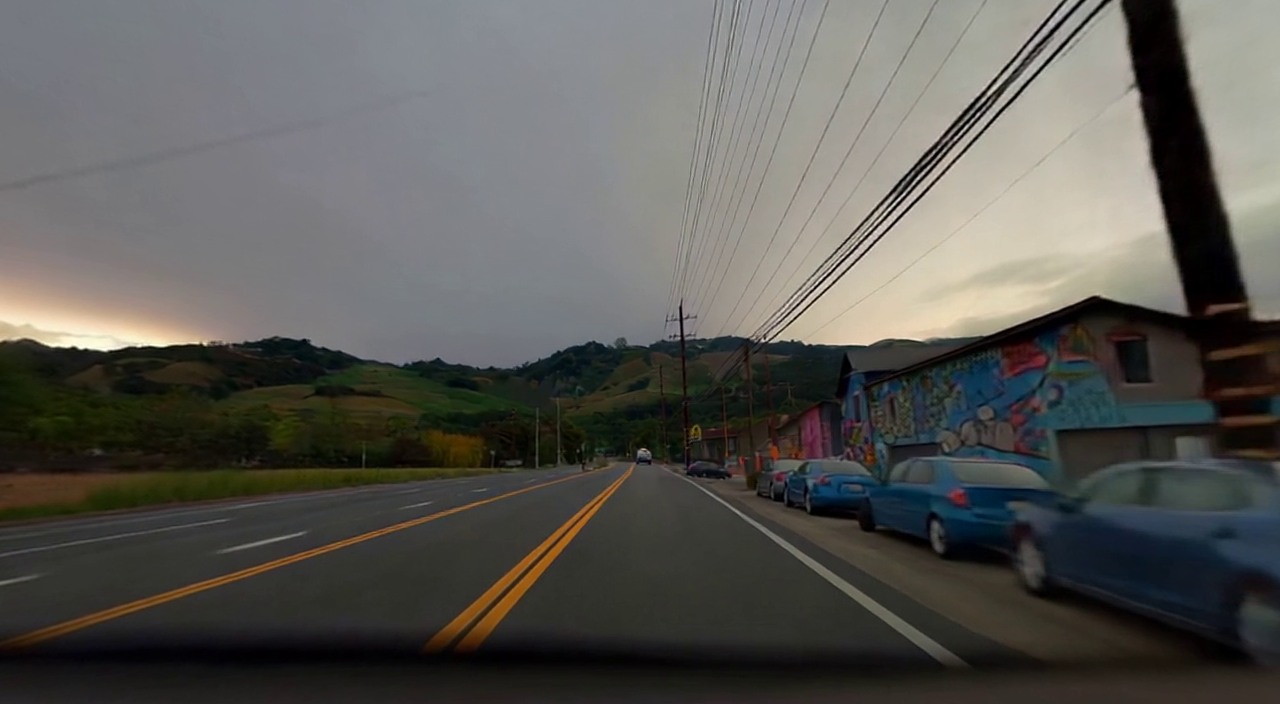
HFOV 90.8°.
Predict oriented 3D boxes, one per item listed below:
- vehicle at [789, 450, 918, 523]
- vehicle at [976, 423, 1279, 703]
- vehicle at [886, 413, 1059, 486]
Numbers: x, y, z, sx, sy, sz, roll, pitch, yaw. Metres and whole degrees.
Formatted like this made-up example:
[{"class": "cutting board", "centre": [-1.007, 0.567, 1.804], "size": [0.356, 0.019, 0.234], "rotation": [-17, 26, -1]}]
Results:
[{"class": "vehicle", "centre": [5.742, 3.637, 17.750], "size": [2.056, 1.693, 4.803], "rotation": [0, -9, 1]}, {"class": "vehicle", "centre": [5.234, 1.593, 5.326], "size": [2.072, 1.889, 4.468], "rotation": [-5, -11, -2]}, {"class": "vehicle", "centre": [8.741, 2.647, 17.299], "size": [2.082, 1.678, 5.079], "rotation": [0, -9, 1]}]
